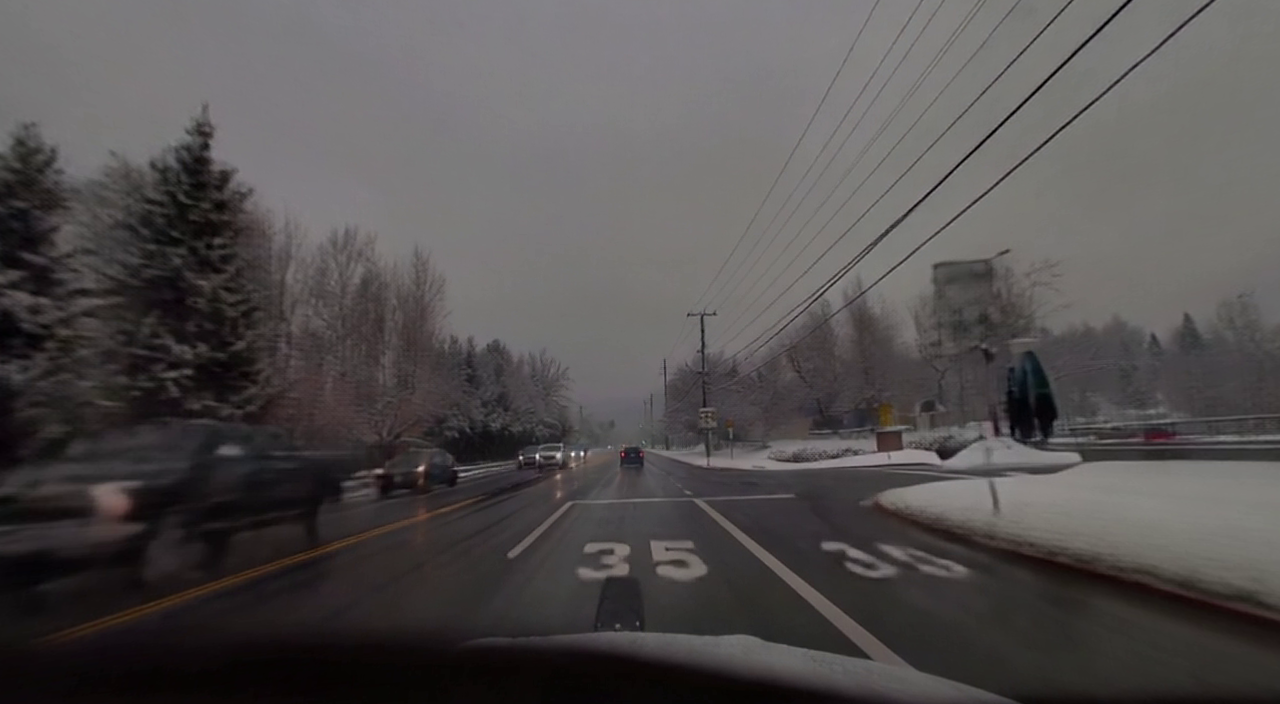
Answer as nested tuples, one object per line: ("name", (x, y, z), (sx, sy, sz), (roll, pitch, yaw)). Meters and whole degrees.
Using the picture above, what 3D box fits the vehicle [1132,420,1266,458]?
("vehicle", (27.133, 4.280, 30.793), (4.544, 1.724, 2.024), (0, -9, 0))

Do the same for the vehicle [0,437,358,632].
("vehicle", (-6.265, 2.041, 8.467), (2.305, 1.685, 5.690), (-1, -8, 0))

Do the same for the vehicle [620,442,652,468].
("vehicle", (-0.303, 7.439, 45.688), (2.163, 1.746, 4.073), (-1, -8, -1))

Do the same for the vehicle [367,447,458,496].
("vehicle", (-9.419, 4.953, 26.687), (2.123, 1.844, 4.747), (-1, -8, -1))

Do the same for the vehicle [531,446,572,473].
("vehicle", (-6.039, 7.371, 43.699), (2.143, 1.735, 4.737), (-1, -8, 0))
